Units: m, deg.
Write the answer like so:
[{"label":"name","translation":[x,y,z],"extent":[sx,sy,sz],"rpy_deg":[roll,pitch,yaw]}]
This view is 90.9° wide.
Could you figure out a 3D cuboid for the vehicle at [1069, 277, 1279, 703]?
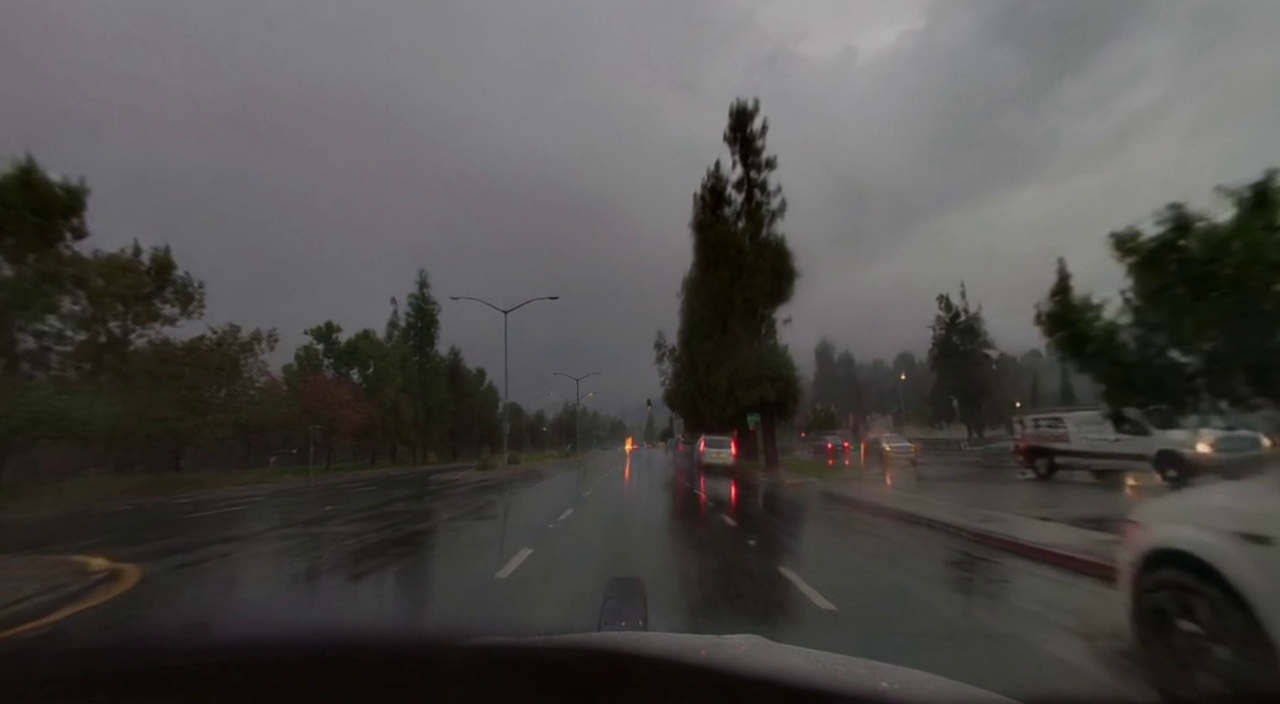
[{"label":"vehicle","translation":[3.739,0.424,0.696],"extent":[2.493,1.896,5.433],"rpy_deg":[0,-8,-3]}]

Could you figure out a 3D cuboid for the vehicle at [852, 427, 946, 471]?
[{"label":"vehicle","translation":[11.410,4.314,28.206],"extent":[2.220,1.798,4.427],"rpy_deg":[0,-8,-1]}]

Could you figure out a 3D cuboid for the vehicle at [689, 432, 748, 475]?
[{"label":"vehicle","translation":[3.641,4.810,30.044],"extent":[2.144,1.848,4.159],"rpy_deg":[0,-8,-1]}]

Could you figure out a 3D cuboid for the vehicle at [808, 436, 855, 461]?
[{"label":"vehicle","translation":[14.339,7.260,47.502],"extent":[2.227,1.720,4.959],"rpy_deg":[1,-8,3]}]
